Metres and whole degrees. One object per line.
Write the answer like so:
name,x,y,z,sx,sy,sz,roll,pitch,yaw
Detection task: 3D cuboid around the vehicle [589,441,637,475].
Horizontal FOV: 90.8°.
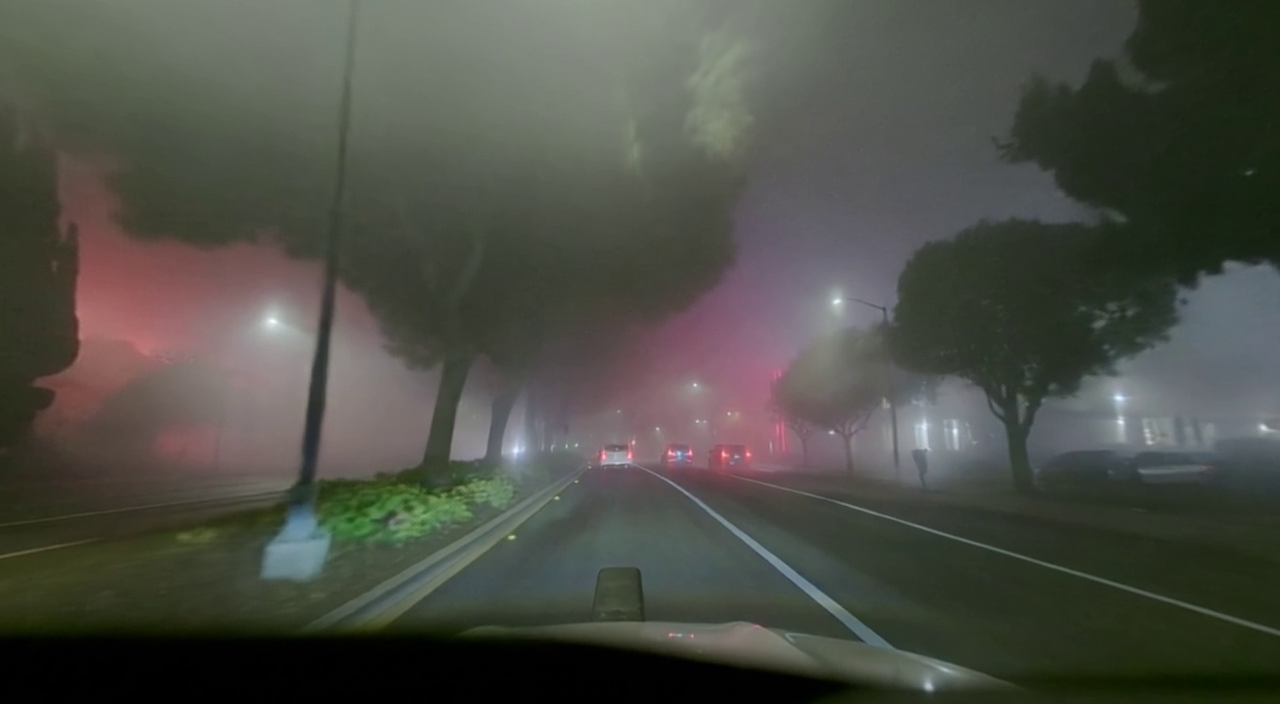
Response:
vehicle,-1.290,4.919,29.651,2.101,1.444,4.248,0,-8,-3

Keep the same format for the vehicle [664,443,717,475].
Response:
vehicle,2.426,5.301,31.616,1.993,1.477,4.240,1,-8,-5

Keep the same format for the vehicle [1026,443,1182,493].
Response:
vehicle,20.213,5.009,27.843,2.150,1.966,5.027,4,-9,-23

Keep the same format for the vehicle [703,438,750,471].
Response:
vehicle,5.465,6.555,40.555,2.052,1.990,4.736,1,-8,-4
